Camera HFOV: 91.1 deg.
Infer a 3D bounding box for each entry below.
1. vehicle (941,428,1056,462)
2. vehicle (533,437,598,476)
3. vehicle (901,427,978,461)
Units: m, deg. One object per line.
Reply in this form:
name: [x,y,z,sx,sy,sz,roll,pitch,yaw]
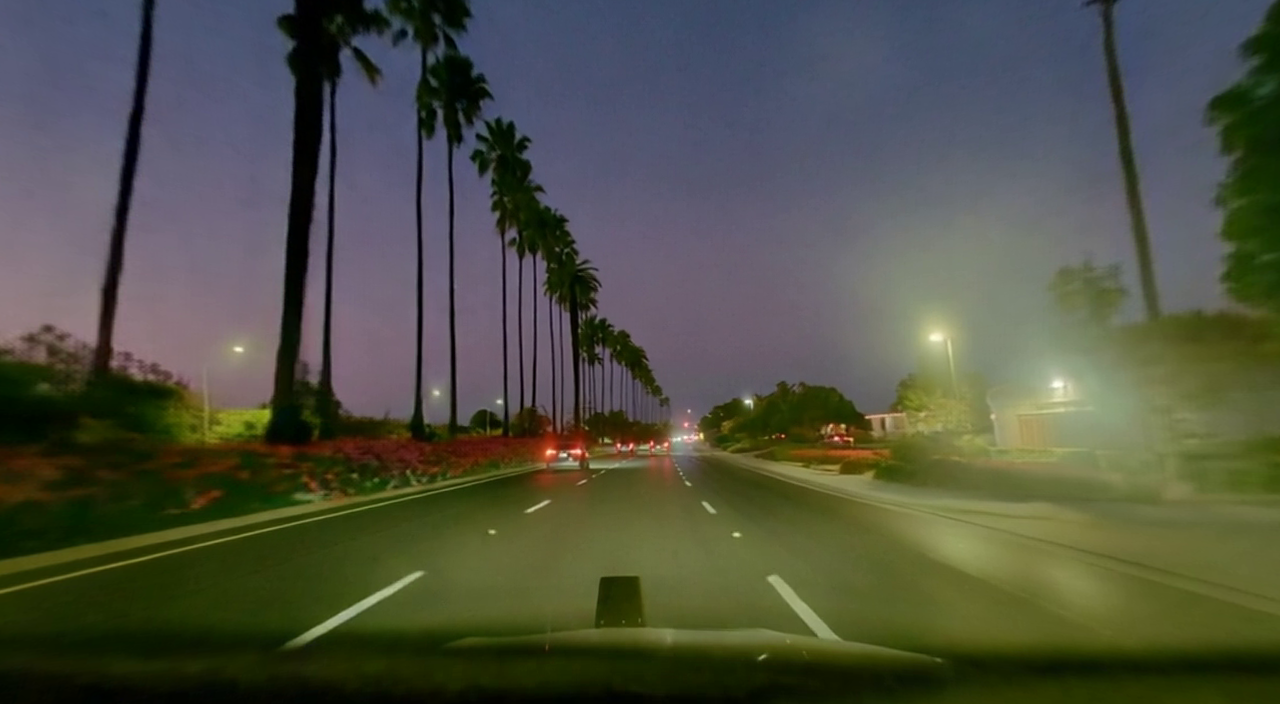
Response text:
vehicle: [22.008,5.770,38.943,2.426,1.902,6.126,2,-9,-15]
vehicle: [-3.029,4.363,26.475,2.036,1.478,4.508,0,-8,2]
vehicle: [21.201,6.548,44.760,2.624,2.088,5.064,-3,-8,-5]
